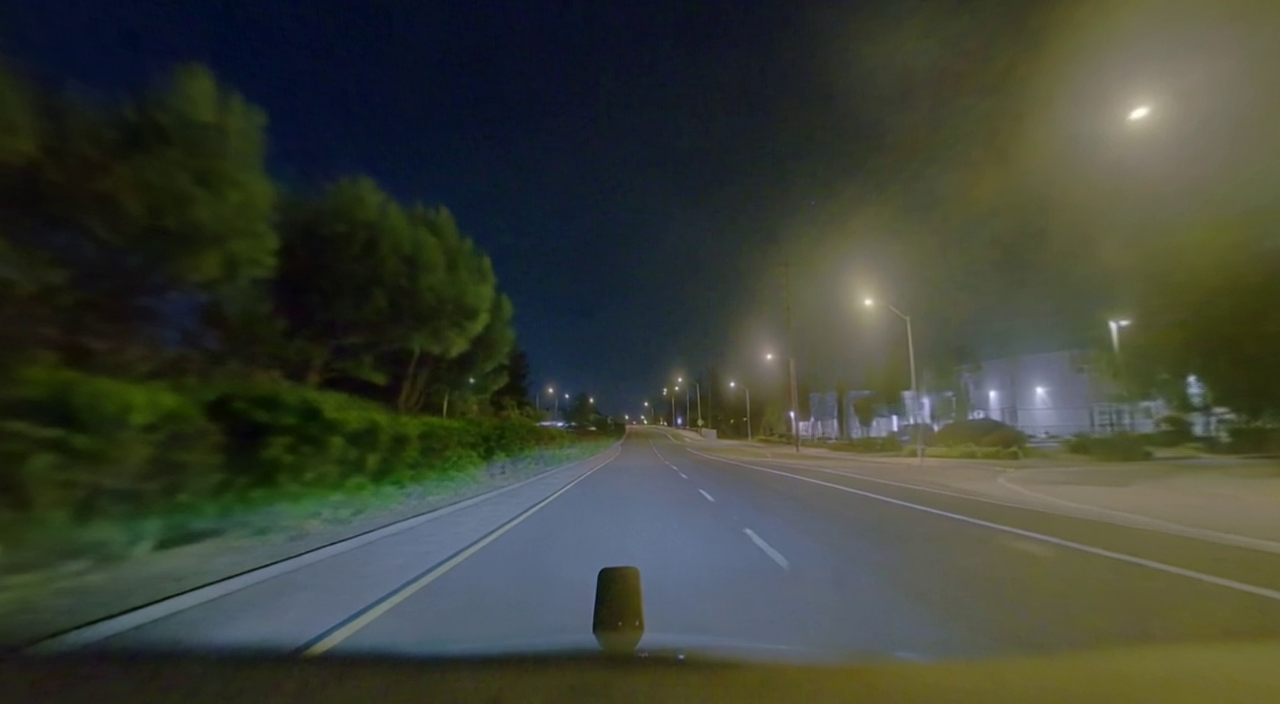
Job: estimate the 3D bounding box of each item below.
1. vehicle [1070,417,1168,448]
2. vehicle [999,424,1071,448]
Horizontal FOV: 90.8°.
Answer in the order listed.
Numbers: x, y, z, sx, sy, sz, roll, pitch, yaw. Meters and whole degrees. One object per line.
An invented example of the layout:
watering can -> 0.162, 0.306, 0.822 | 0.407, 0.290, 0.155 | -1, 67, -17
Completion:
vehicle -> 33.298, 5.694, 44.190 | 2.264, 2.032, 5.539 | 0, -8, -2
vehicle -> 28.488, 6.119, 45.780 | 1.868, 1.599, 4.741 | 1, -8, -4
